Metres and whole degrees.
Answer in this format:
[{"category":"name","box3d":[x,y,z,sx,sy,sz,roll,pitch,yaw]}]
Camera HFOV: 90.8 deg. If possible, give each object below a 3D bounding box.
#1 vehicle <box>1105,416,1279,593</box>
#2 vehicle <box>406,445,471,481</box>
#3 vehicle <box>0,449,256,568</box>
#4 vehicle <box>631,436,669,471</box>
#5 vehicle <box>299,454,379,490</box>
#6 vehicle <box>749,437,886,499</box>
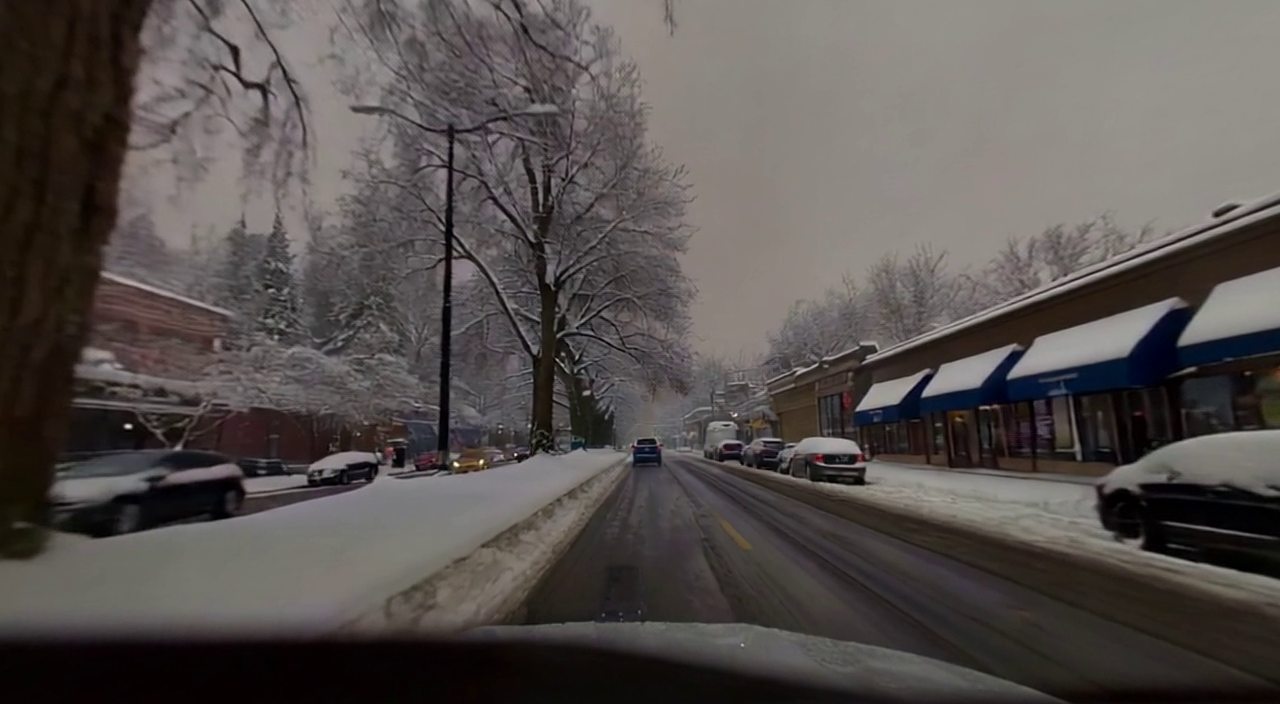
[{"category":"vehicle","box3d":[7.290,1.498,6.227,2.004,1.714,4.356,0,-9,-1]},{"category":"vehicle","box3d":[-11.505,6.342,36.432,2.127,1.909,4.830,0,-9,0]},{"category":"vehicle","box3d":[-8.598,2.370,10.344,1.982,1.505,4.065,0,-9,1]},{"category":"vehicle","box3d":[0.658,6.388,39.843,2.293,2.036,4.853,0,-9,2]},{"category":"vehicle","box3d":[-15.870,6.319,33.587,1.950,1.740,4.433,-1,-9,2]},{"category":"vehicle","box3d":[5.372,3.568,19.964,2.114,1.697,4.739,2,-9,-13]}]
